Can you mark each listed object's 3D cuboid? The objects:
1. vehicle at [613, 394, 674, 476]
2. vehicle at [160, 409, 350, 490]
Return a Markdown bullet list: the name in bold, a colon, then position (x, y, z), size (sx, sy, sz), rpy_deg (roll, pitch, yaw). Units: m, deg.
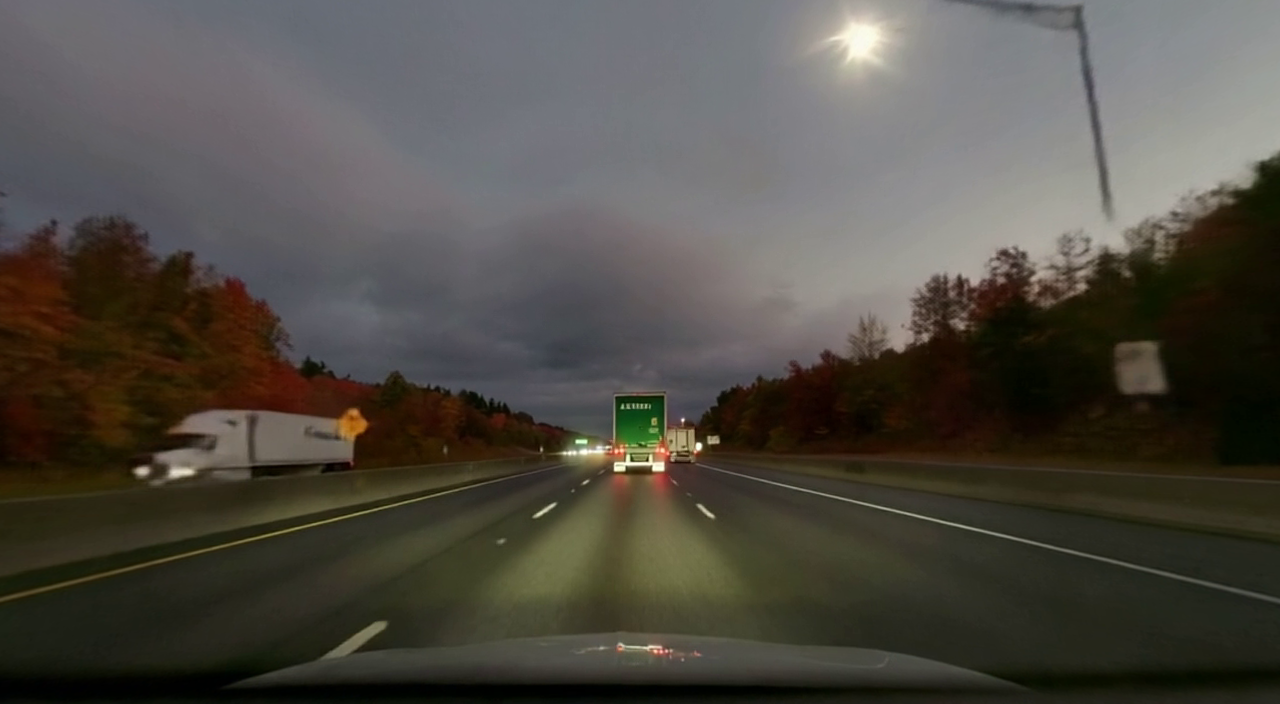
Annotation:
- **vehicle**: position (0.129, 5.010, 36.873), size (3.057, 4.073, 10.792), rpy_deg (0, -9, 0)
- **vehicle**: position (-20.874, 5.525, 35.522), size (2.825, 3.752, 12.301), rpy_deg (0, -9, 0)
